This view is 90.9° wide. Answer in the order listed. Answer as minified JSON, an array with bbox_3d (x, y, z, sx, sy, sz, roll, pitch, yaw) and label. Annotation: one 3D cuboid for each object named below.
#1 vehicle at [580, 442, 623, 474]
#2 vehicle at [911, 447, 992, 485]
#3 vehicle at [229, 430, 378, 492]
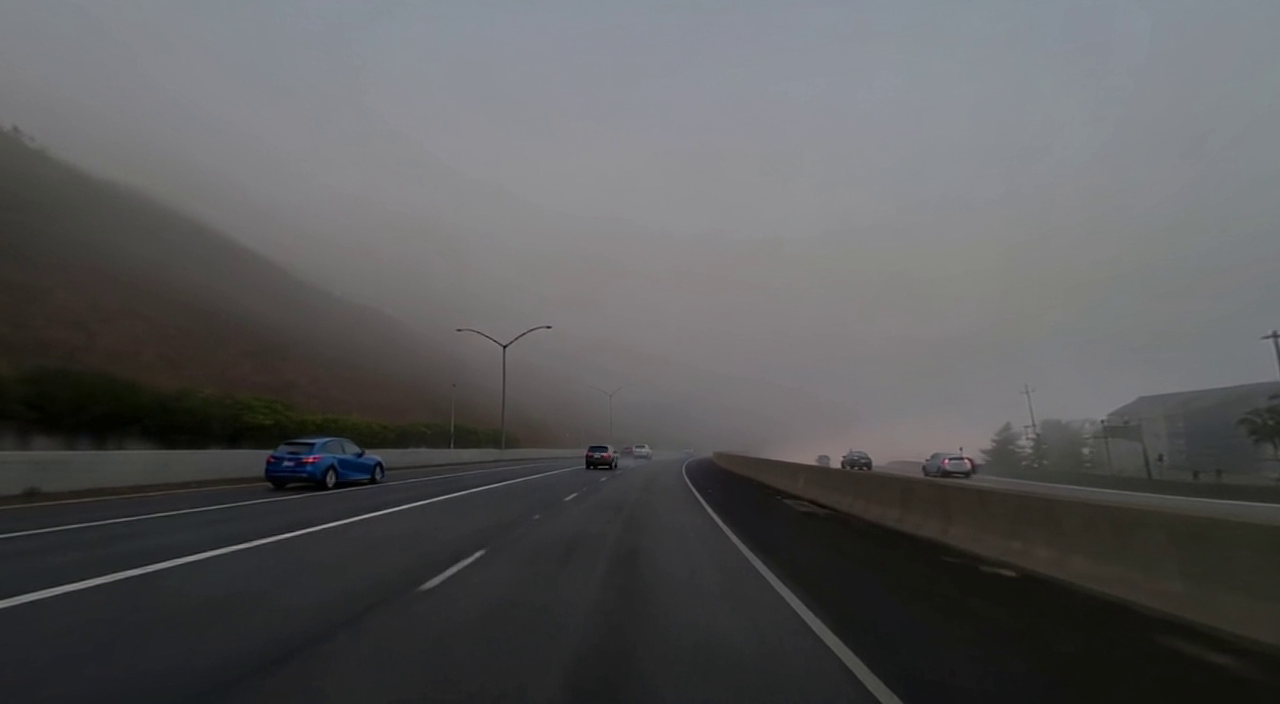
[{"bbox_3d":[-2.217,6.313,37.653,2.028,1.782,4.150,-1,-8,4],"label":"vehicle"},{"bbox_3d":[14.191,5.180,29.045,1.786,1.559,4.496,-1,-8,6],"label":"vehicle"},{"bbox_3d":[-10.525,3.433,20.231,2.039,1.746,4.528,-1,-8,4],"label":"vehicle"}]
